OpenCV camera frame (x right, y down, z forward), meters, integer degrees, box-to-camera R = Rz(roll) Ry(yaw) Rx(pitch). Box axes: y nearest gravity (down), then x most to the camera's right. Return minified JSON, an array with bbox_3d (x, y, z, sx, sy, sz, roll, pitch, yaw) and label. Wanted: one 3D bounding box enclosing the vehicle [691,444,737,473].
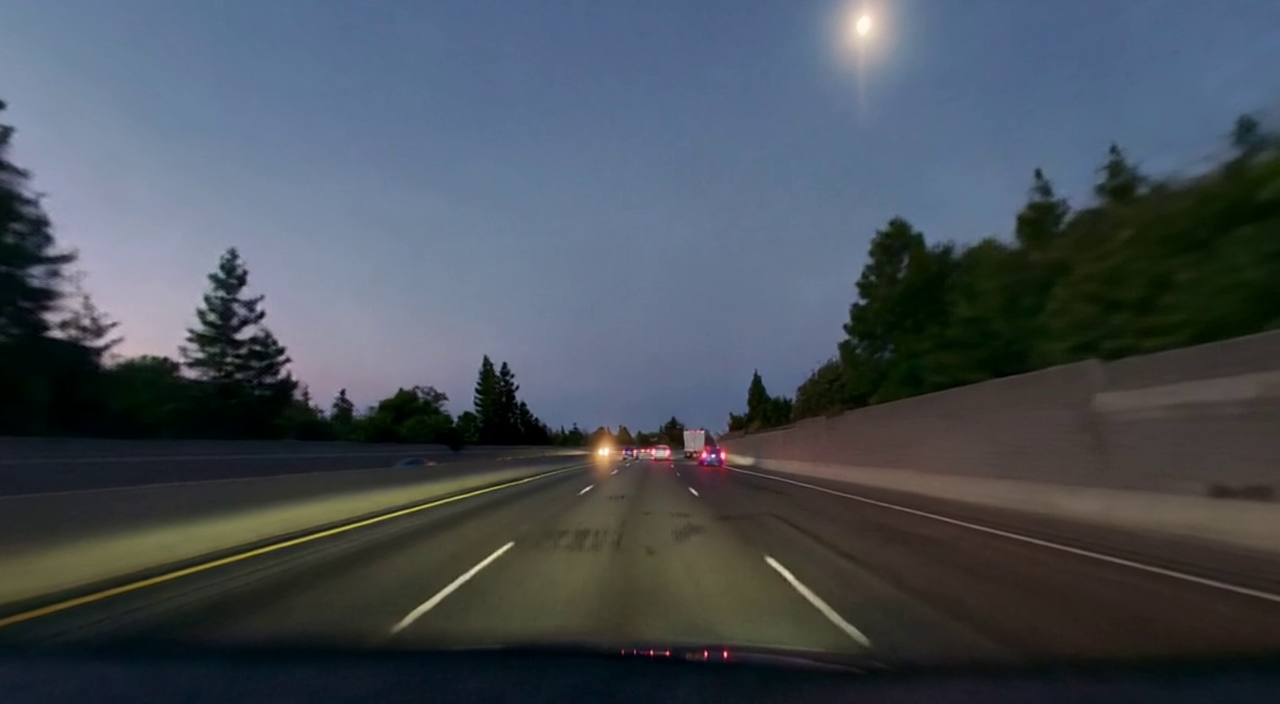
[{"bbox_3d":[4.290,6.227,37.030,2.175,1.574,3.943,0,-9,0],"label":"vehicle"}]
